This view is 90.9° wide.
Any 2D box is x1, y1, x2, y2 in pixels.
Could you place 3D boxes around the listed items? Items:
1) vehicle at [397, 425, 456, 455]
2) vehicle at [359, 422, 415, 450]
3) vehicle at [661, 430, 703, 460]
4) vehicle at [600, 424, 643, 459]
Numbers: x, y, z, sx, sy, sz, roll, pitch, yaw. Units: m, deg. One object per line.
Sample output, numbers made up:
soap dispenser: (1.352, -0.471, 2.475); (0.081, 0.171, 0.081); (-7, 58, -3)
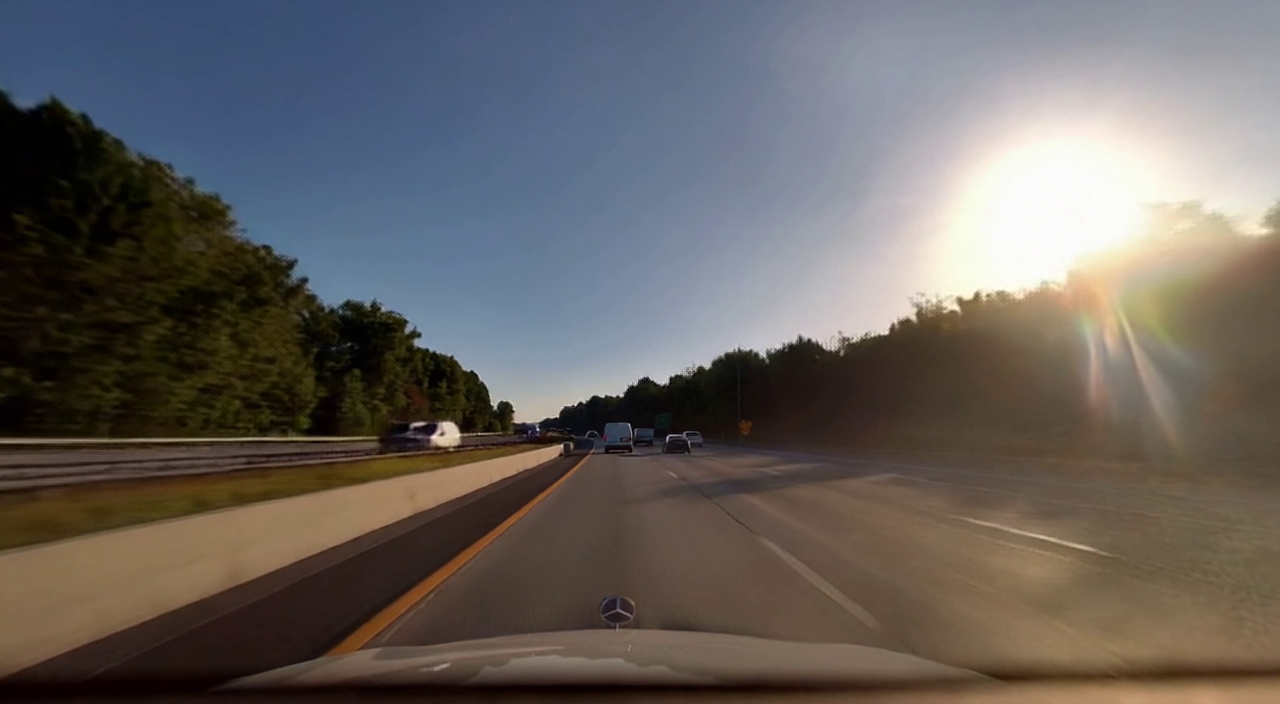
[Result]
vehicle: (-11.326, 4.721, 33.746); (1.780, 1.455, 4.310); (-1, -8, -1)
vehicle: (-14.799, 4.947, 37.045); (1.784, 1.504, 3.781); (0, -8, -1)
vehicle: (2.384, 5.403, 36.776); (1.996, 1.589, 3.715); (0, -8, -3)
vehicle: (-1.120, 5.387, 38.047); (2.403, 1.994, 4.683); (0, -8, -2)
